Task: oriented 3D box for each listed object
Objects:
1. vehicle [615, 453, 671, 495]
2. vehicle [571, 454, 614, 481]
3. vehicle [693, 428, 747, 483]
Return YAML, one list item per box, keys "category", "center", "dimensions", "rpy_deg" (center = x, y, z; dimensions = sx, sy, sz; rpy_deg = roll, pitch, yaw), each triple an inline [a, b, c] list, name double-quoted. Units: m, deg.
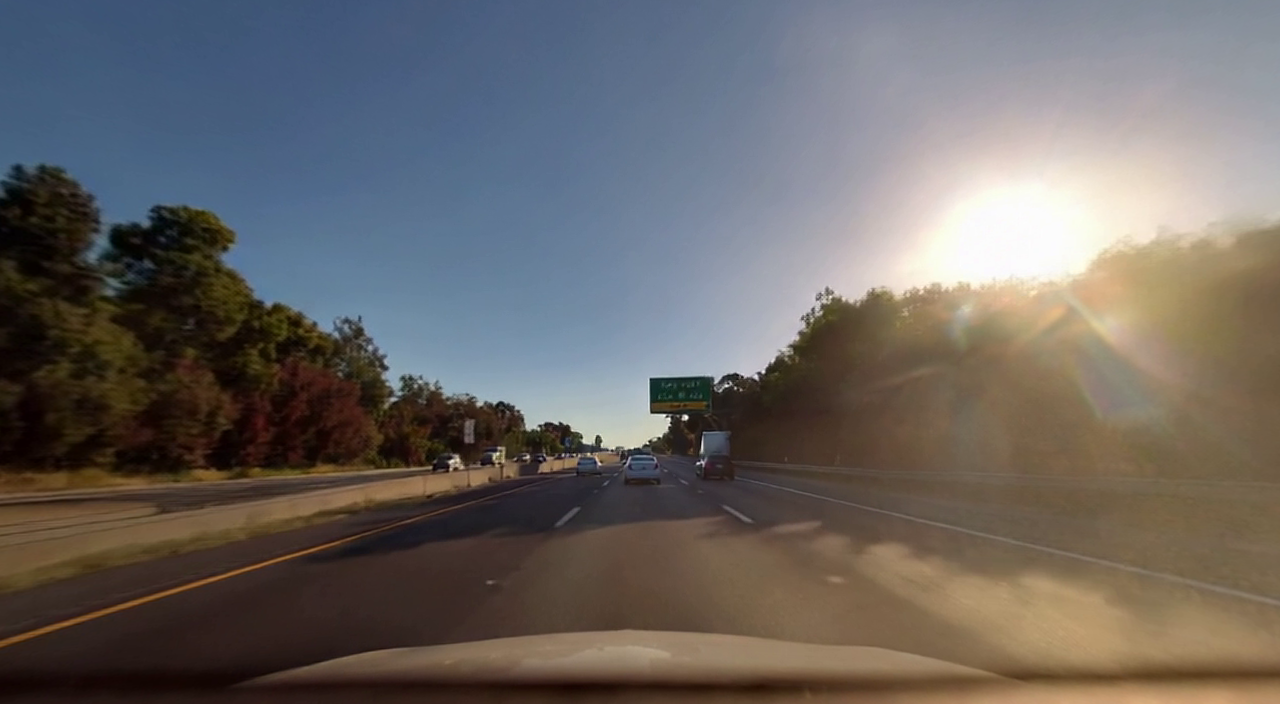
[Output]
- category: "vehicle"
  center: [0.090, 4.858, 25.446]
  dimensions: [2.089, 1.516, 4.191]
  rpy_deg: [0, -9, -1]
- category: "vehicle"
  center: [-2.718, 6.691, 36.743]
  dimensions: [2.105, 1.467, 4.099]
  rpy_deg: [0, -9, 1]
- category: "vehicle"
  center: [5.018, 6.359, 38.678]
  dimensions: [2.650, 2.978, 6.937]
  rpy_deg: [-3, -10, 11]
